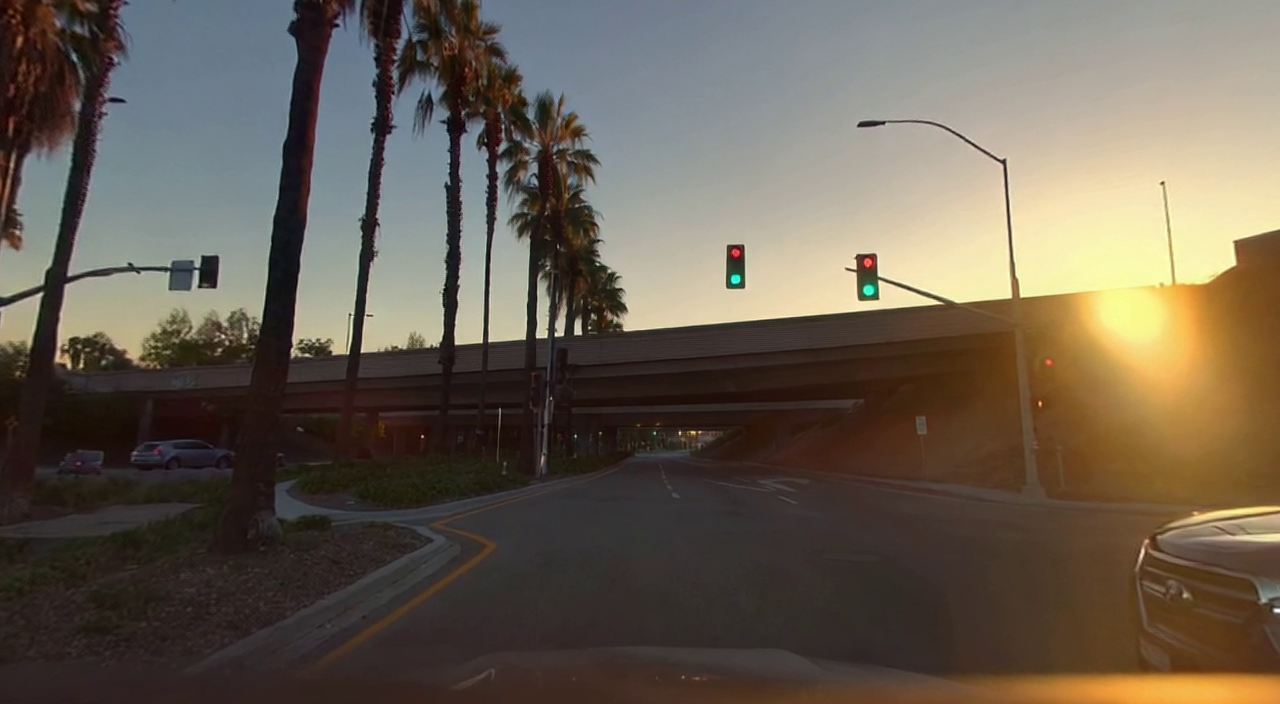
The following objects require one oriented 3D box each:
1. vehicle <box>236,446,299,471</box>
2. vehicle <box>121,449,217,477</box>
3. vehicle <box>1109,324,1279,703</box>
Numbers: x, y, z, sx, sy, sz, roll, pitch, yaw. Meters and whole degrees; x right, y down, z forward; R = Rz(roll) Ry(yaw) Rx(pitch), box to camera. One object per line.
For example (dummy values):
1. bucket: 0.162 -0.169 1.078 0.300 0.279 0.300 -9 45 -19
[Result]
1. vehicle: -26.294 7.530 44.565 1.941 1.631 4.017 0 -9 0
2. vehicle: -26.582 6.259 35.736 1.830 1.443 4.551 0 -9 1
3. vehicle: 3.443 0.539 0.795 2.028 1.770 4.737 0 -9 0
